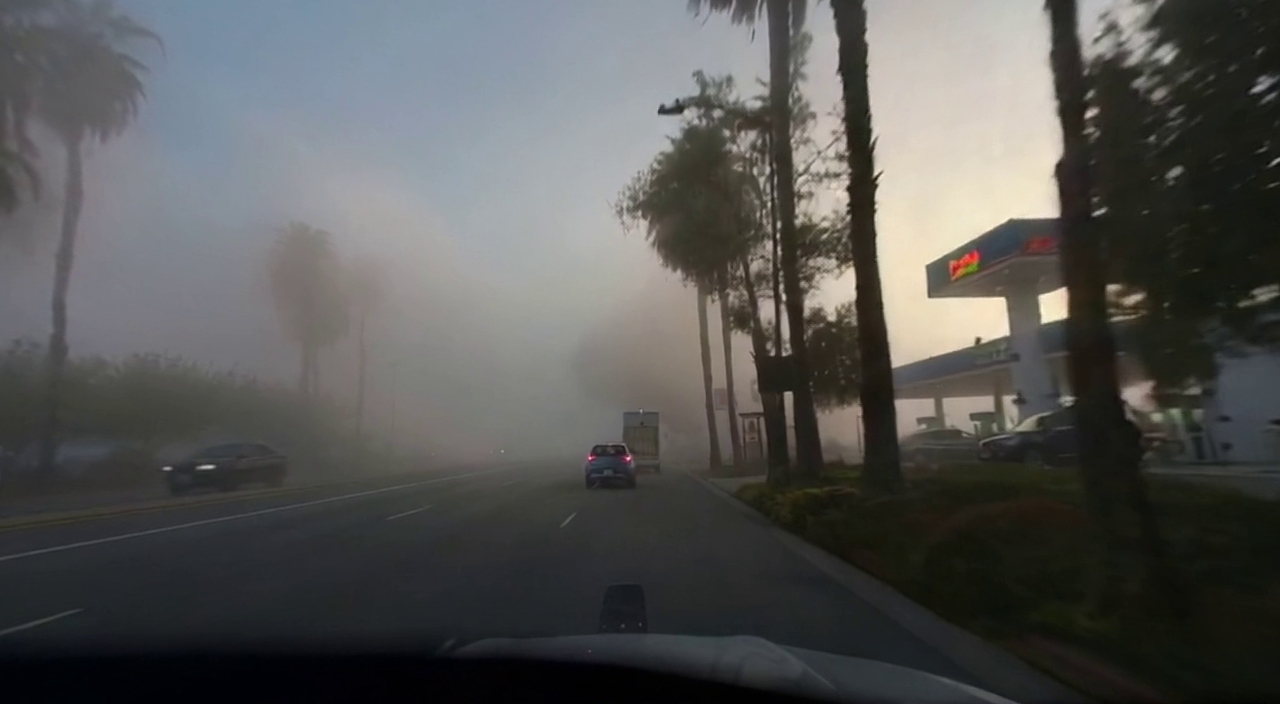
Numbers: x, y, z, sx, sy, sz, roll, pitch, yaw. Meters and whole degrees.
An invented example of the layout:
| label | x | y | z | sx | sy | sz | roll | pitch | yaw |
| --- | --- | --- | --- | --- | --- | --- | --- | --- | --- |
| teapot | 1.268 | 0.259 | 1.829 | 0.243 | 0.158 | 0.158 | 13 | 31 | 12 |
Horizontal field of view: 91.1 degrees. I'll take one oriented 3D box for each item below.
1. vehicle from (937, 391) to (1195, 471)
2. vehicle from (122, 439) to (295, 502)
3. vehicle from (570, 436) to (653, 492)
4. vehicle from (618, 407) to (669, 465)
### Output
| label | x | y | z | sx | sy | sz | roll | pitch | yaw |
| --- | --- | --- | --- | --- | --- | --- | --- | --- | --- |
| vehicle | 12.330 | 2.351 | 18.485 | 5.968 | 2.162 | 2.319 | 1 | -9 | -5 |
| vehicle | -12.252 | 3.373 | 18.271 | 1.895 | 1.592 | 4.305 | 0 | -9 | 1 |
| vehicle | -0.733 | 3.380 | 19.307 | 2.145 | 1.483 | 4.453 | -1 | -9 | 3 |
| vehicle | 0.222 | 5.640 | 41.852 | 3.100 | 3.468 | 8.108 | 0 | -8 | 0 |
